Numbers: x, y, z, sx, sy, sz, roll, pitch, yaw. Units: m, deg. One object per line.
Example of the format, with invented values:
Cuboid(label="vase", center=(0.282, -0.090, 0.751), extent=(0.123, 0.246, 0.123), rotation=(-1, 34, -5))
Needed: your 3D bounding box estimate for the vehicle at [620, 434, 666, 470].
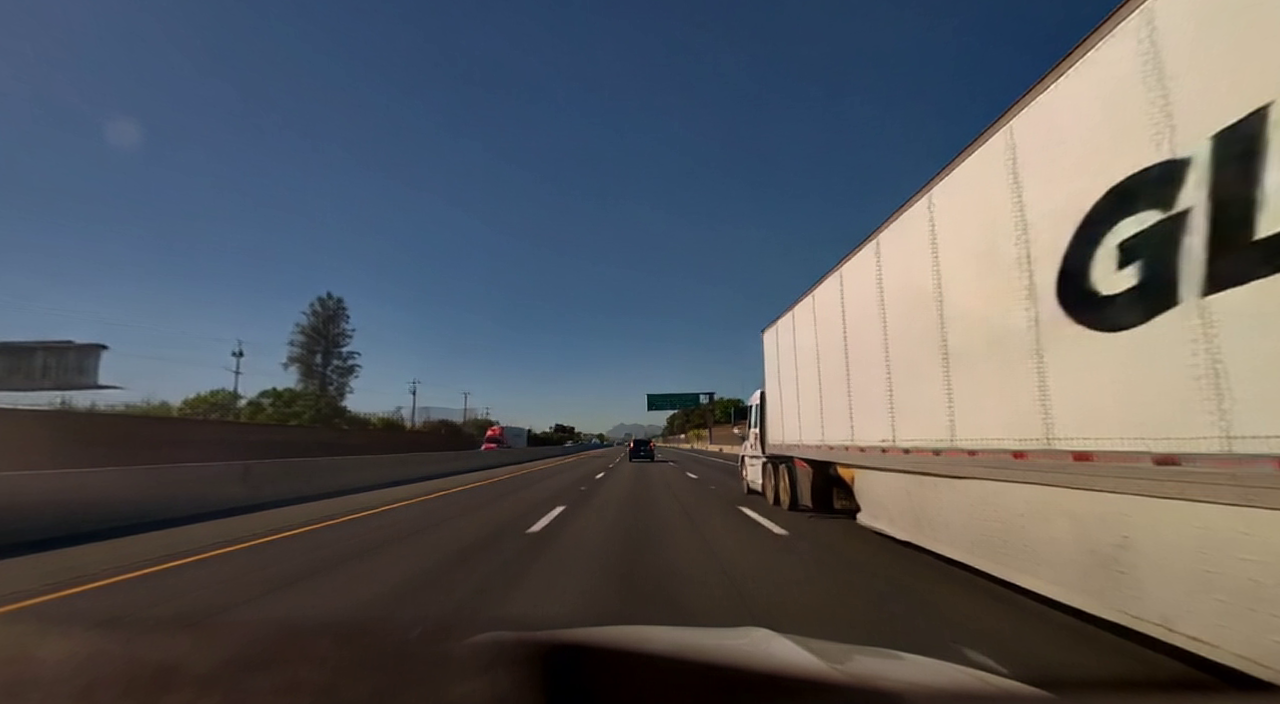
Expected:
Cuboid(label="vehicle", center=(0.144, 4.874, 30.846), extent=(2.111, 1.635, 4.177), rotation=(0, -8, 0))

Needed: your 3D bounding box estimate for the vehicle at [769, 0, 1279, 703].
Cuboid(label="vehicle", center=(4.255, -0.009, 5.427), extent=(2.936, 4.125, 15.204), rotation=(0, -8, -1))
